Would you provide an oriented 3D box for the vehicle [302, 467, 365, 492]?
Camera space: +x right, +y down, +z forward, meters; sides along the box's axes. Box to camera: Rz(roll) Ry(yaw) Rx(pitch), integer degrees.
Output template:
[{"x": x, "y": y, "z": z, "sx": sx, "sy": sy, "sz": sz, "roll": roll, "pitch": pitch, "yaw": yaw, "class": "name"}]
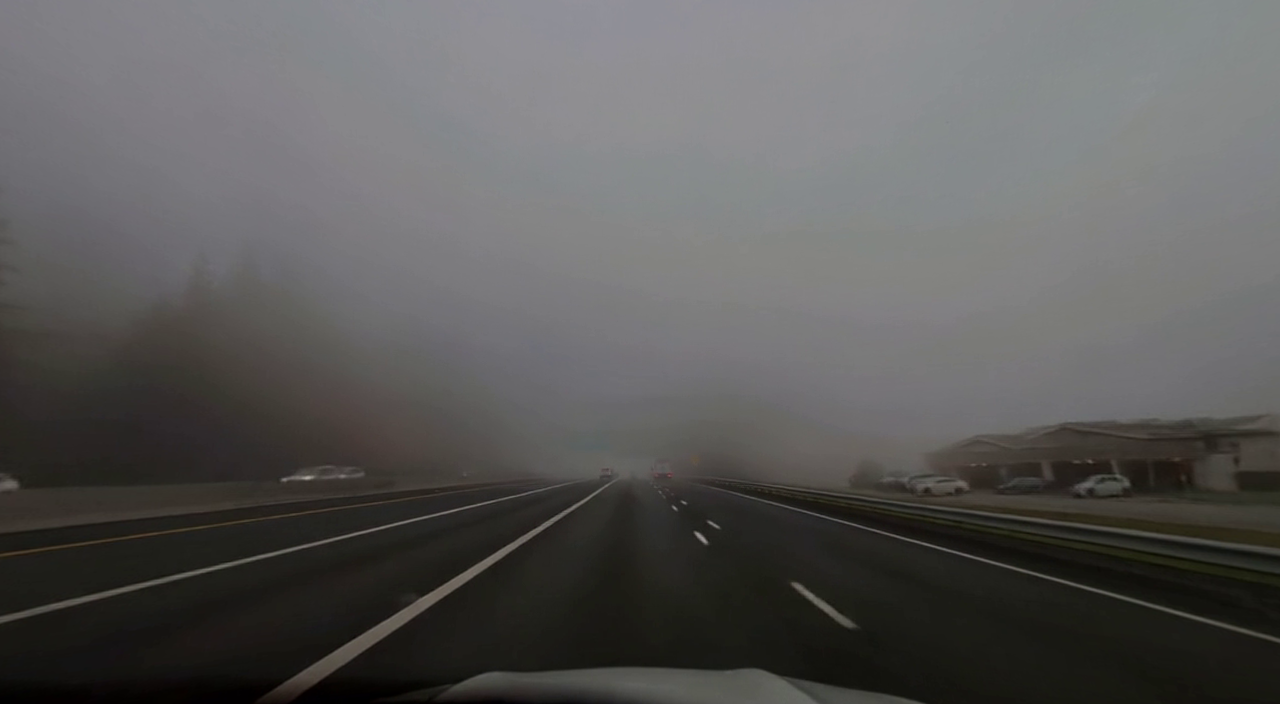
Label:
[{"x": -19.539, "y": 8.132, "z": 40.394, "sx": 1.850, "sy": 1.447, "sz": 4.317, "roll": 1, "pitch": -10, "yaw": 0, "class": "vehicle"}]
